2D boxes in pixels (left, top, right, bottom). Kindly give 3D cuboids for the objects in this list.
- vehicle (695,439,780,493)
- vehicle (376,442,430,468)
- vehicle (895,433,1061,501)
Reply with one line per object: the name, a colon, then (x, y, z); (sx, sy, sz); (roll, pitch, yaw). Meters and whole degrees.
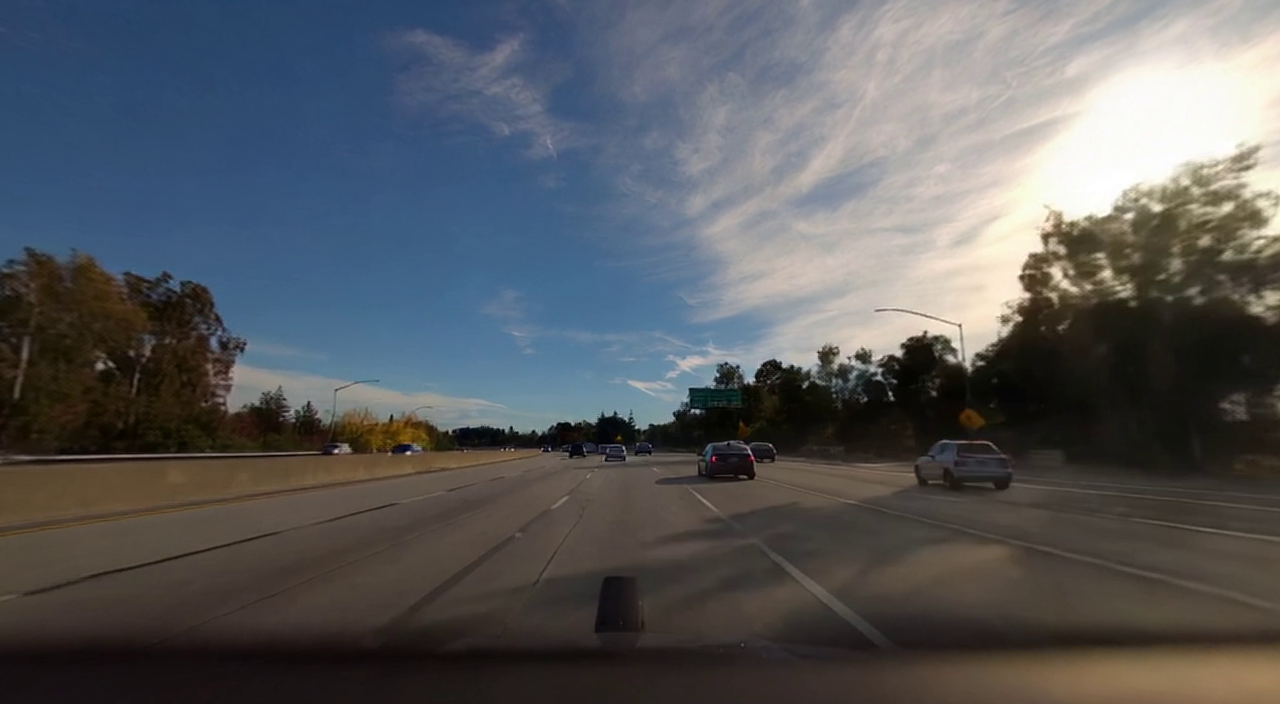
vehicle: (2.994, 3.590, 20.120); (1.975, 1.562, 3.823); (0, -9, -2)
vehicle: (-18.087, 7.882, 48.333); (2.148, 1.902, 5.385); (0, -9, -2)
vehicle: (9.182, 3.160, 17.694); (1.909, 1.634, 4.739); (0, -9, -2)
